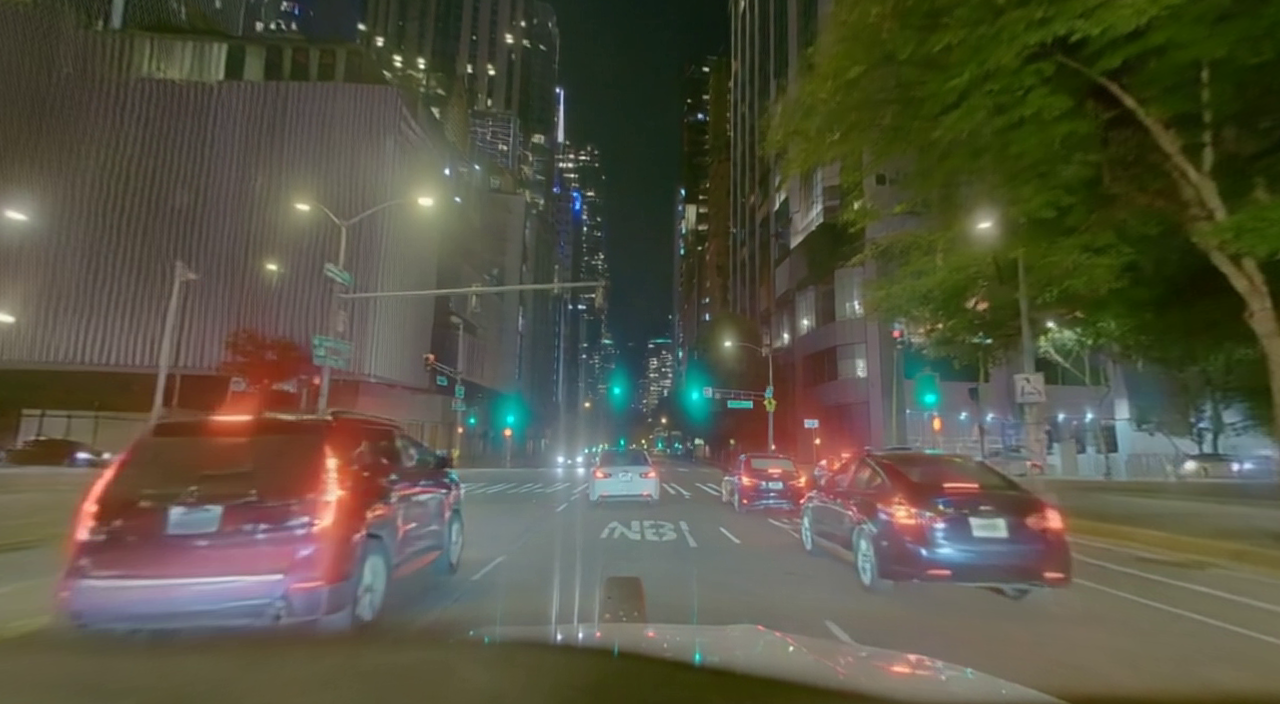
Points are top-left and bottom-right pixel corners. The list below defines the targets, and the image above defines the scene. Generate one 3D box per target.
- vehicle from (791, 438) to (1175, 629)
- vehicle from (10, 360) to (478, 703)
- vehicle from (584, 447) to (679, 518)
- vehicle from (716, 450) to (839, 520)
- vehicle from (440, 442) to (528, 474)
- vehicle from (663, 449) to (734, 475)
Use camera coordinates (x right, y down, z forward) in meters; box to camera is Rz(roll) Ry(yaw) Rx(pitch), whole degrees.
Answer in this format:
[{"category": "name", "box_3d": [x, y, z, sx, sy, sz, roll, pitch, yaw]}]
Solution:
[{"category": "vehicle", "box_3d": [3.364, 1.829, 7.495, 1.973, 1.537, 4.533, 0, -8, 0]}, {"category": "vehicle", "box_3d": [-2.859, 1.332, 5.709, 1.683, 2.039, 3.703, 0, -8, 2]}, {"category": "vehicle", "box_3d": [-0.242, 3.075, 15.373, 2.031, 1.461, 3.763, 0, -8, -2]}, {"category": "vehicle", "box_3d": [3.243, 3.221, 15.844, 1.942, 1.443, 4.468, 0, -8, -2]}, {"category": "vehicle", "box_3d": [-8.790, 5.916, 35.483, 4.556, 1.689, 1.982, -4, -9, 25]}, {"category": "vehicle", "box_3d": [3.634, 6.931, 40.143, 2.106, 1.498, 4.820, 4, -10, -28]}]
